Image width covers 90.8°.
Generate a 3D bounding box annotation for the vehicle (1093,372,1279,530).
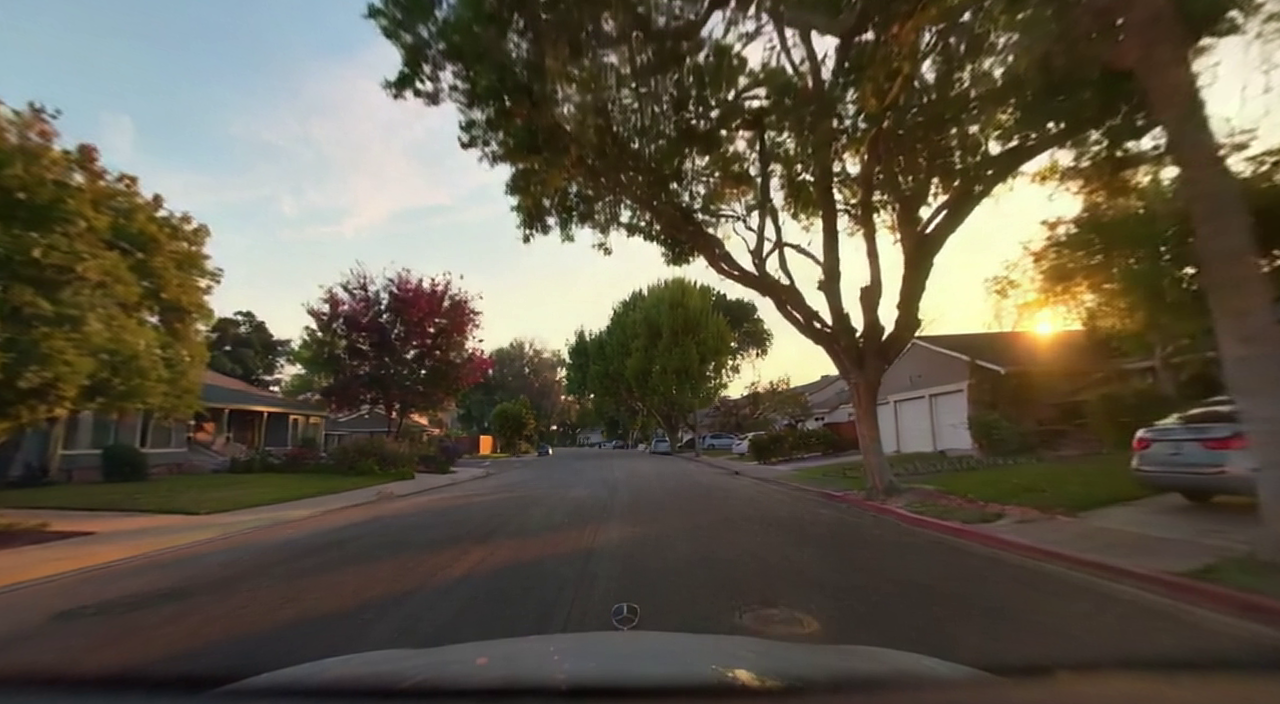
[{"bbox_3d":[10.360,1.229,9.411,5.307,1.940,2.412,-5,-8,-4],"label":"vehicle"}]
